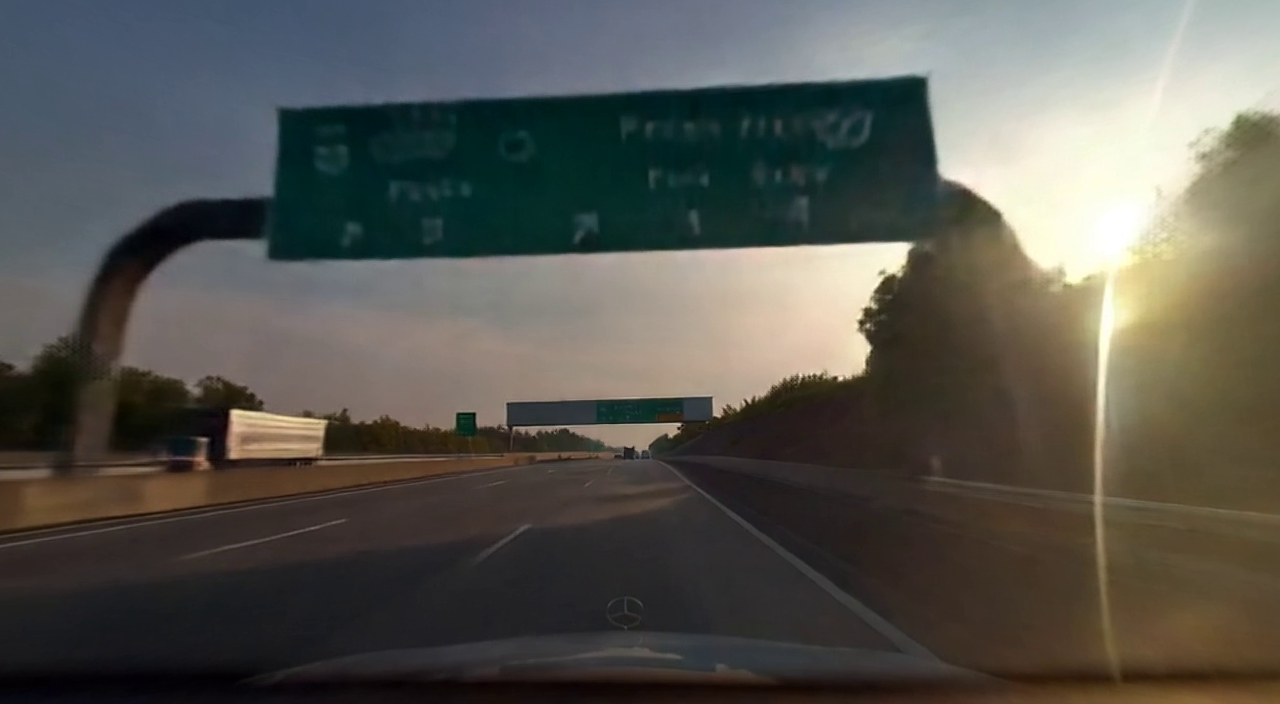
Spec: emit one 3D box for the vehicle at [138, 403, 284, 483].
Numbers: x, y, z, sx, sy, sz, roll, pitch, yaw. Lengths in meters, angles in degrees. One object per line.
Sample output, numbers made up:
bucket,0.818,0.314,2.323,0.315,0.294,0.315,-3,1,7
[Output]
vehicle,-22.900,4.956,34.225,3.231,3.906,6.300,0,-9,1
